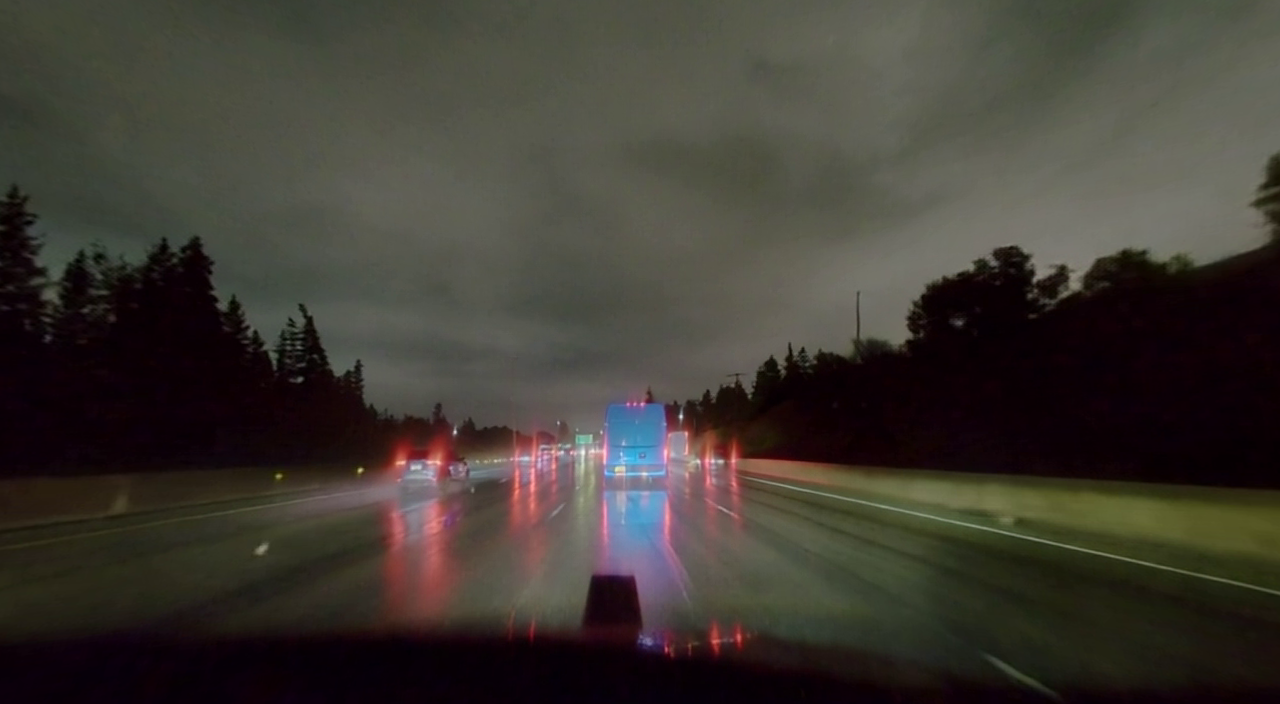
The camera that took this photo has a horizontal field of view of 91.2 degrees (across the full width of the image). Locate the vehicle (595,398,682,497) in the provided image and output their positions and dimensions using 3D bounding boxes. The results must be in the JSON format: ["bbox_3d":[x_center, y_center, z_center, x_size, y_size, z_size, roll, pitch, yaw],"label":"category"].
[{"bbox_3d":[-0.175,2.884,19.062,2.268,2.551,5.144,0,-9,-3],"label":"vehicle"}]

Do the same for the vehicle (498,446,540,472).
[{"bbox_3d":[-7.683,6.801,40.092,2.026,1.506,4.102,0,-9,-3],"label":"vehicle"}]

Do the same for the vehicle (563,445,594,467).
[{"bbox_3d":[-4.515,7.737,46.605,2.002,1.536,4.021,0,-9,-2],"label":"vehicle"}]

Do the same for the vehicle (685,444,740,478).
[{"bbox_3d":[3.399,5.227,30.426,2.015,1.491,4.732,0,-9,-1],"label":"vehicle"}]

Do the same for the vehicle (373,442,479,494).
[{"bbox_3d":[-6.913,3.786,20.807,2.003,1.498,4.386,0,-9,0],"label":"vehicle"}]
